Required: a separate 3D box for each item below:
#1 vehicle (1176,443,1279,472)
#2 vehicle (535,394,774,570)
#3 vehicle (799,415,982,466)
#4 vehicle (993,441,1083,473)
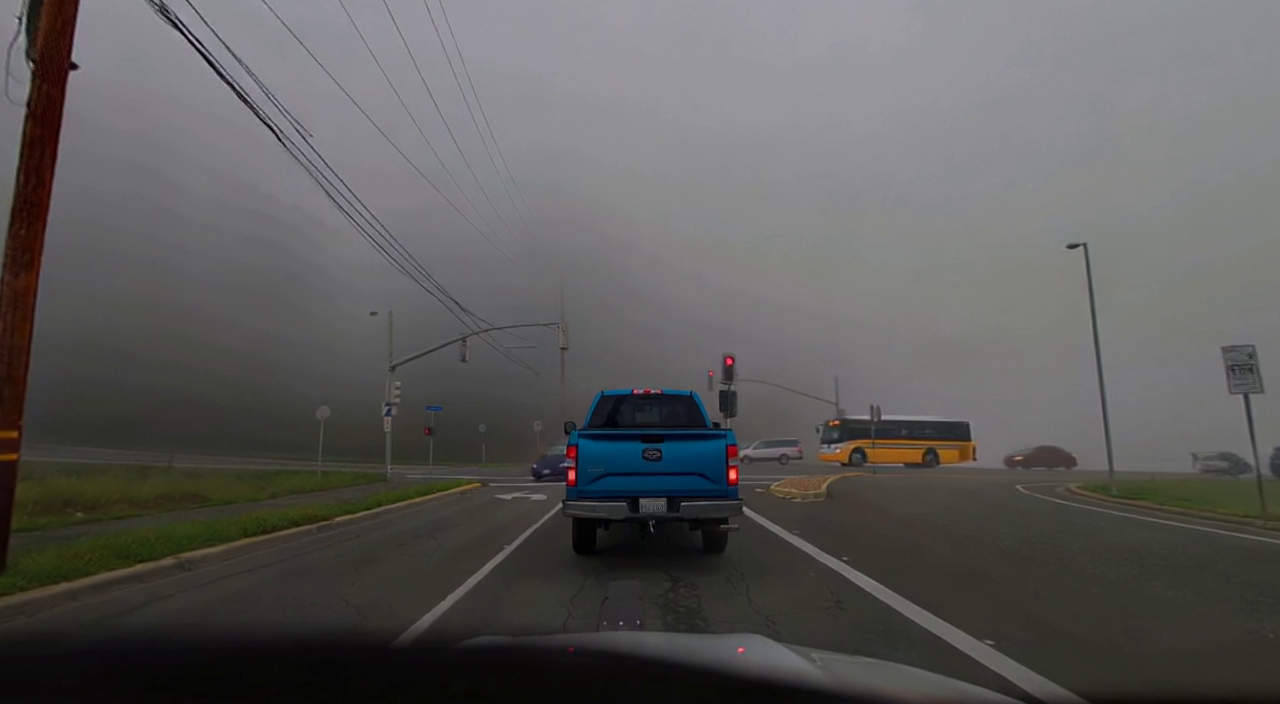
[{"bbox_3d":[38.485,6.844,41.135,5.426,1.728,1.999,0,-8,-3],"label":"vehicle"},{"bbox_3d":[0.116,1.878,10.004,2.707,1.964,5.485,0,-8,-1],"label":"vehicle"},{"bbox_3d":[16.378,5.912,41.991,10.726,3.128,3.003,-1,-8,3],"label":"vehicle"},{"bbox_3d":[28.069,7.440,44.689,5.077,2.008,1.991,3,-9,-3],"label":"vehicle"}]
